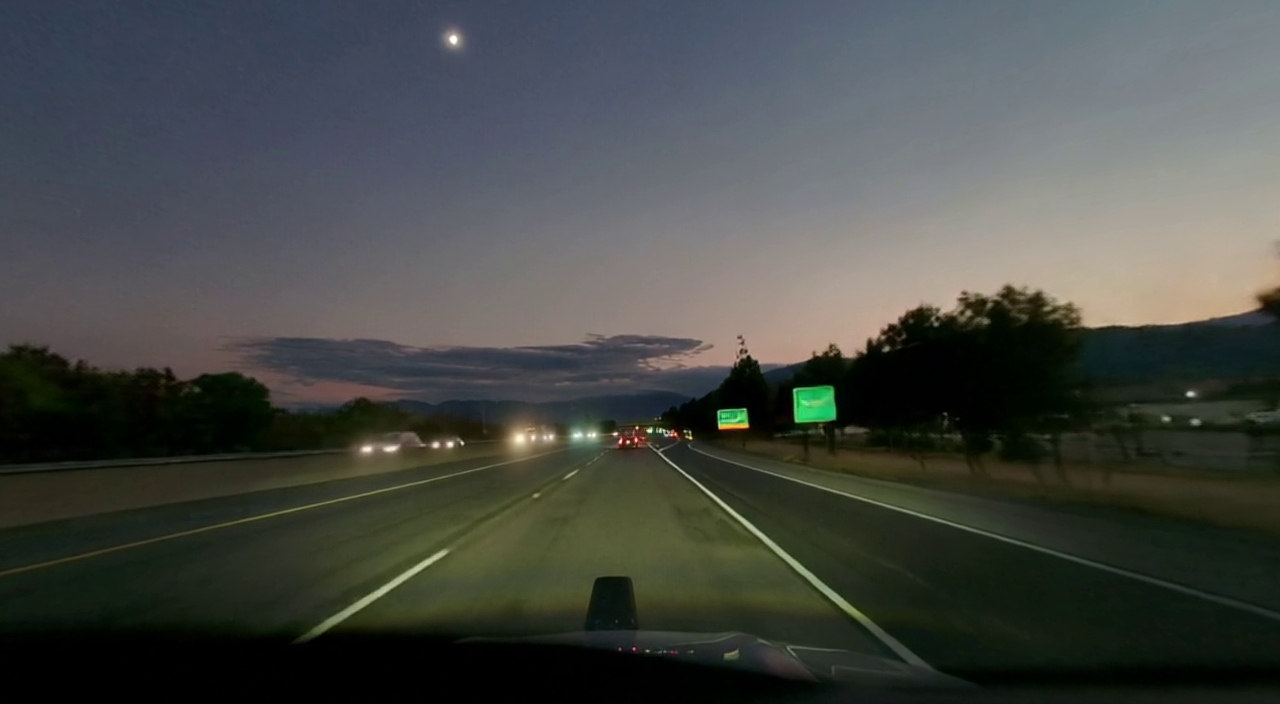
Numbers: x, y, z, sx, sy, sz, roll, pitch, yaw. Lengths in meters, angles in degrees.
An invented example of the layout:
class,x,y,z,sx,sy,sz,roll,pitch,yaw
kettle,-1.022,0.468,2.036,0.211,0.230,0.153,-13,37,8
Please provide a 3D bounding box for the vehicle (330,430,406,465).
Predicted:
class,x,y,z,sx,sy,sz,roll,pitch,yaw
vehicle,-13.387,4.700,31.264,1.915,1.590,4.214,0,-8,-1
